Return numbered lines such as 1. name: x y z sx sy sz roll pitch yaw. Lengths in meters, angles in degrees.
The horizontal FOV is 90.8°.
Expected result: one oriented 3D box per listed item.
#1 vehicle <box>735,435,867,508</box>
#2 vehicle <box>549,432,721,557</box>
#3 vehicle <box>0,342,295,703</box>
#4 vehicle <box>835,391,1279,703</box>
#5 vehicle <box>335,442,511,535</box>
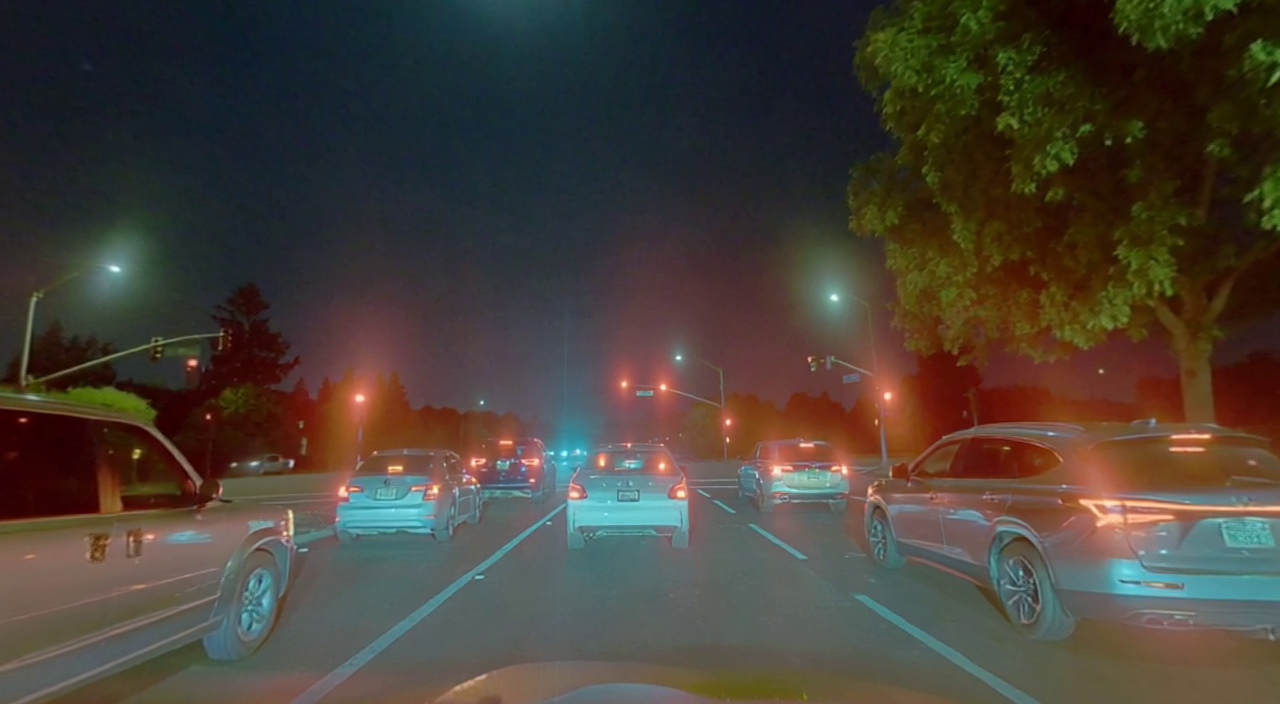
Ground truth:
1. vehicle: 3.651 2.782 15.240 1.922 1.472 4.440 0 -8 -1
2. vehicle: -0.069 2.004 9.601 2.061 1.470 3.970 0 -8 0
3. vehicle: -3.658 0.842 2.537 2.047 1.764 4.369 0 -8 0
4. vehicle: 3.392 1.310 5.427 1.933 1.564 4.600 0 -8 0
5. vehicle: -3.926 2.508 12.331 1.919 1.459 4.371 0 -8 -1
